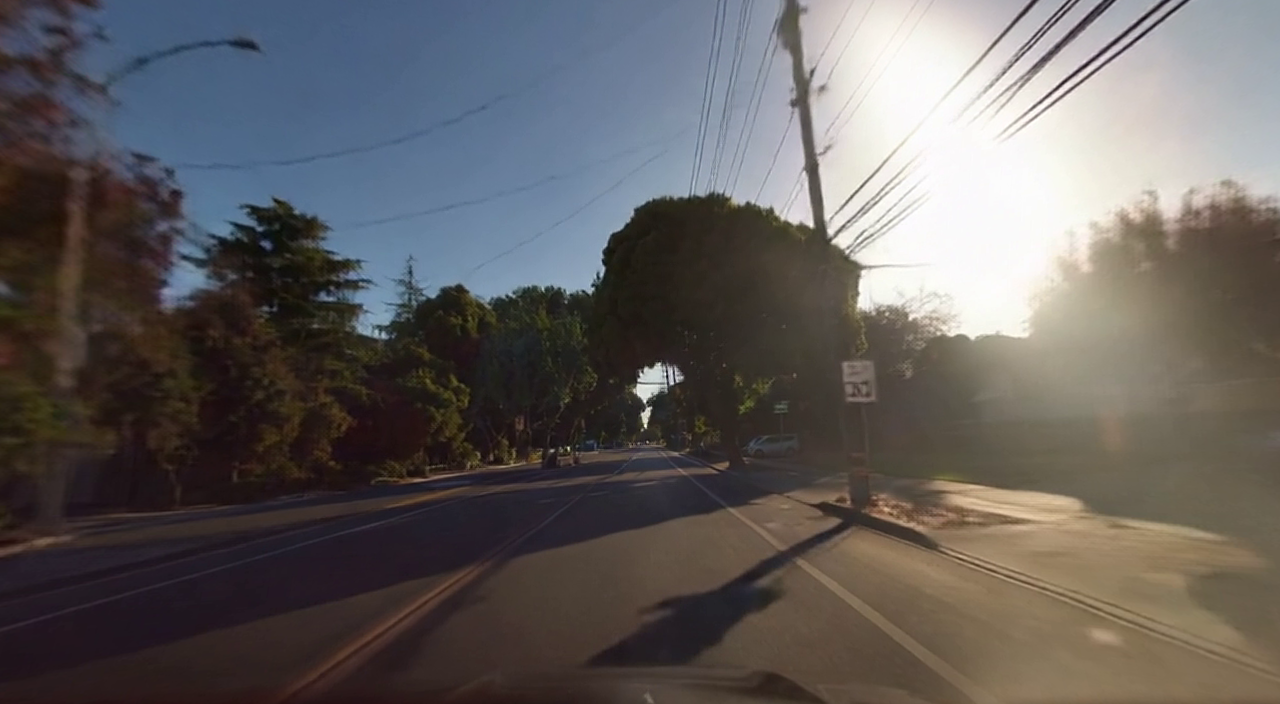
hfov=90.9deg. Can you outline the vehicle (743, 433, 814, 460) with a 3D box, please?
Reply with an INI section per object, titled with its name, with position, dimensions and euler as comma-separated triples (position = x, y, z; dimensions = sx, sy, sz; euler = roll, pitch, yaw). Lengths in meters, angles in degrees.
[vehicle]
position = 9.741, 6.688, 44.526
dimensions = 4.494, 1.850, 2.027
euler = 0, -9, 0
